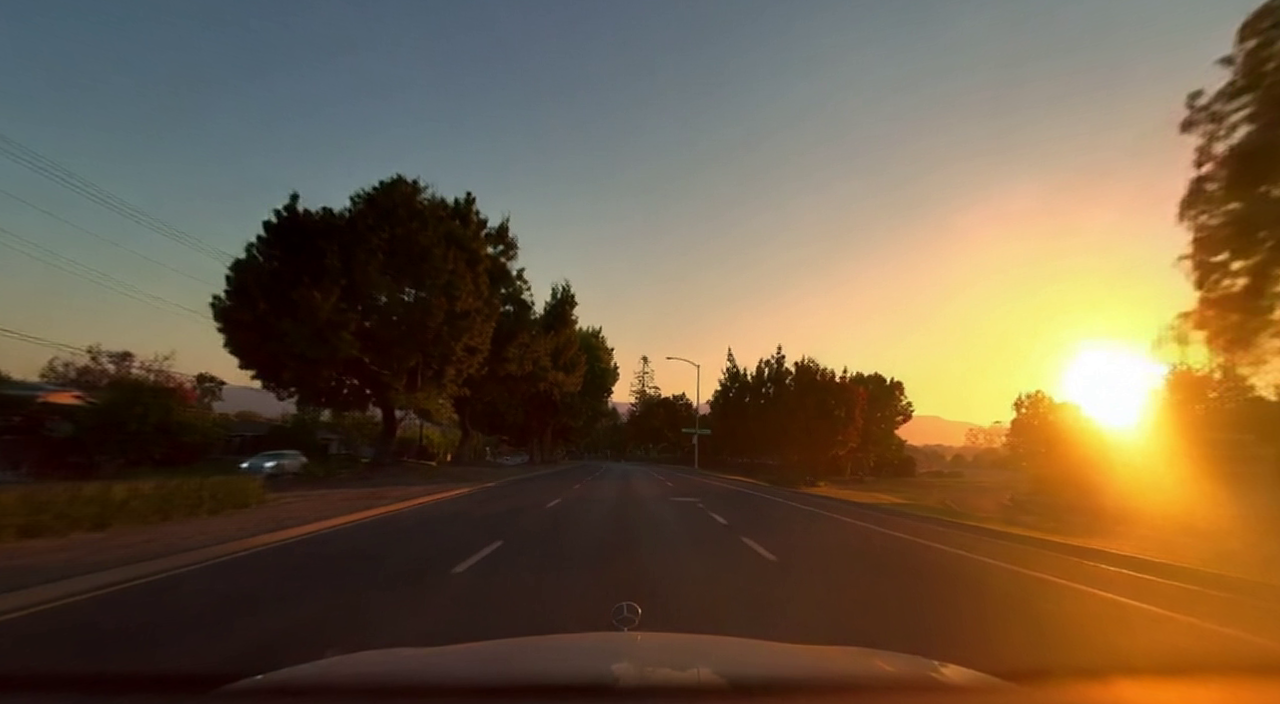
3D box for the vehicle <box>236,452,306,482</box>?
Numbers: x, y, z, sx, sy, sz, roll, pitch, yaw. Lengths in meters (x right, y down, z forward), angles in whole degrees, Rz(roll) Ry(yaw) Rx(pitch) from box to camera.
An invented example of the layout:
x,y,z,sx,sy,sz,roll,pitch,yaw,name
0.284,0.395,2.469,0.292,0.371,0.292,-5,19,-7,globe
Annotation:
x,y,z,sx,sy,sz,roll,pitch,yaw,name
-22.674,7.079,39.058,1.891,1.718,4.251,0,-9,-3,vehicle
